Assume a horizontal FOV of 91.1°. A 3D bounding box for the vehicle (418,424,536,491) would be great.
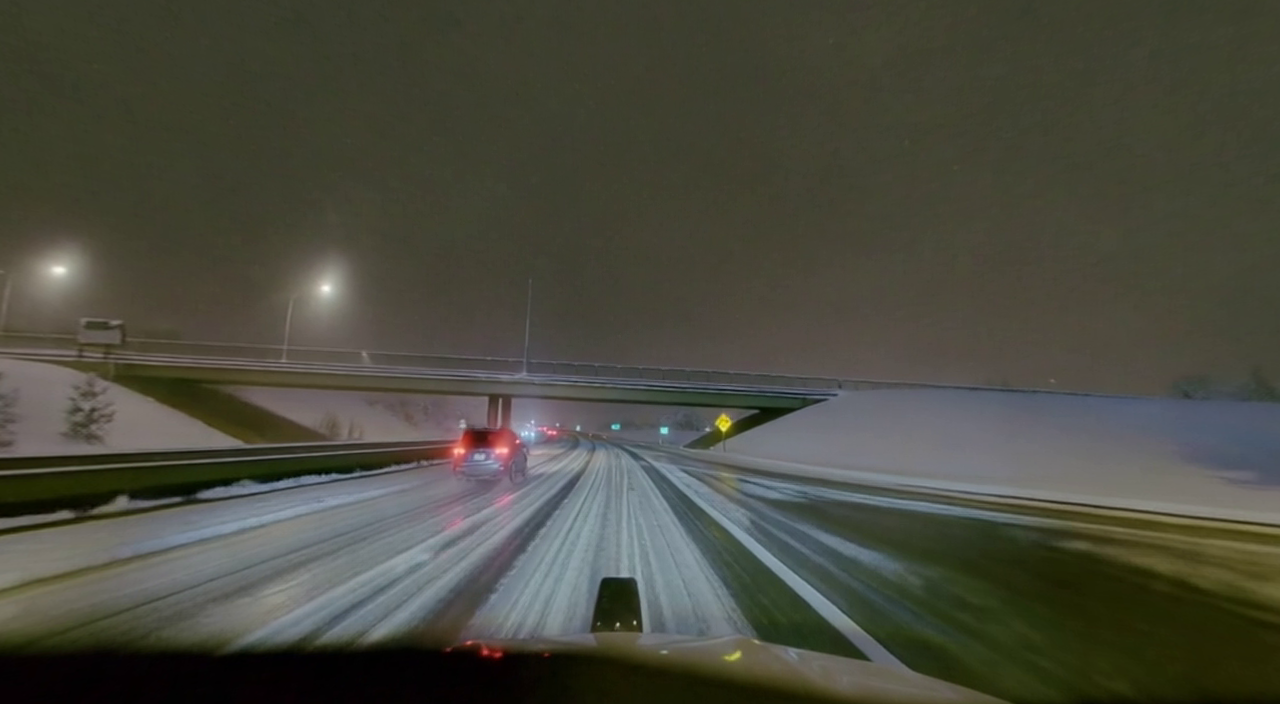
[{"bbox_3d":[-4.371,2.916,17.799,2.123,1.601,4.887,0,-8,-1],"label":"vehicle"}]
